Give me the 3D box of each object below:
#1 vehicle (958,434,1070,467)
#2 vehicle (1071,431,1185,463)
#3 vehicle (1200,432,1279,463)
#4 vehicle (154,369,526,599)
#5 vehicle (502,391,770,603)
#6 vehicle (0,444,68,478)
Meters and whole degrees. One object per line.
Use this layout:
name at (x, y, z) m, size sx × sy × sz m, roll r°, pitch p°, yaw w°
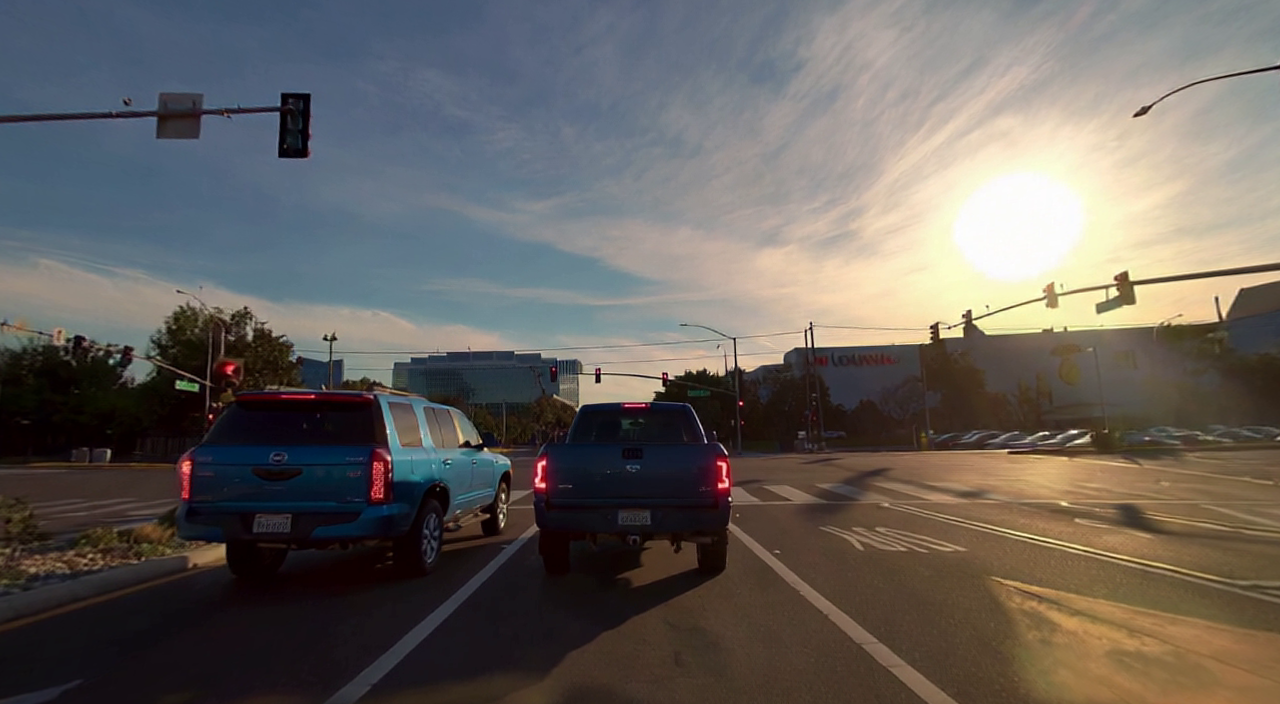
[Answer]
vehicle at (19.315, 5.105, 32.580) m, size 4.624 × 1.601 × 1.871 m, roll 0°, pitch -8°, yaw -3°
vehicle at (27.943, 5.455, 36.032) m, size 4.849 × 1.759 × 2.041 m, roll 0°, pitch -8°, yaw -2°
vehicle at (35.909, 5.551, 36.488) m, size 4.714 × 1.754 × 2.041 m, roll 0°, pitch -8°, yaw -2°
vehicle at (-2.967, 1.457, 7.788) m, size 2.220 × 1.926 × 4.870 m, roll 0°, pitch -8°, yaw -1°
vehicle at (-0.058, 1.533, 7.590) m, size 2.204 × 1.738 × 4.690 m, roll 0°, pitch -8°, yaw -1°
vehicle at (-32.166, 5.477, 31.689) m, size 4.406 × 1.682 × 2.040 m, roll 0°, pitch -8°, yaw -2°
